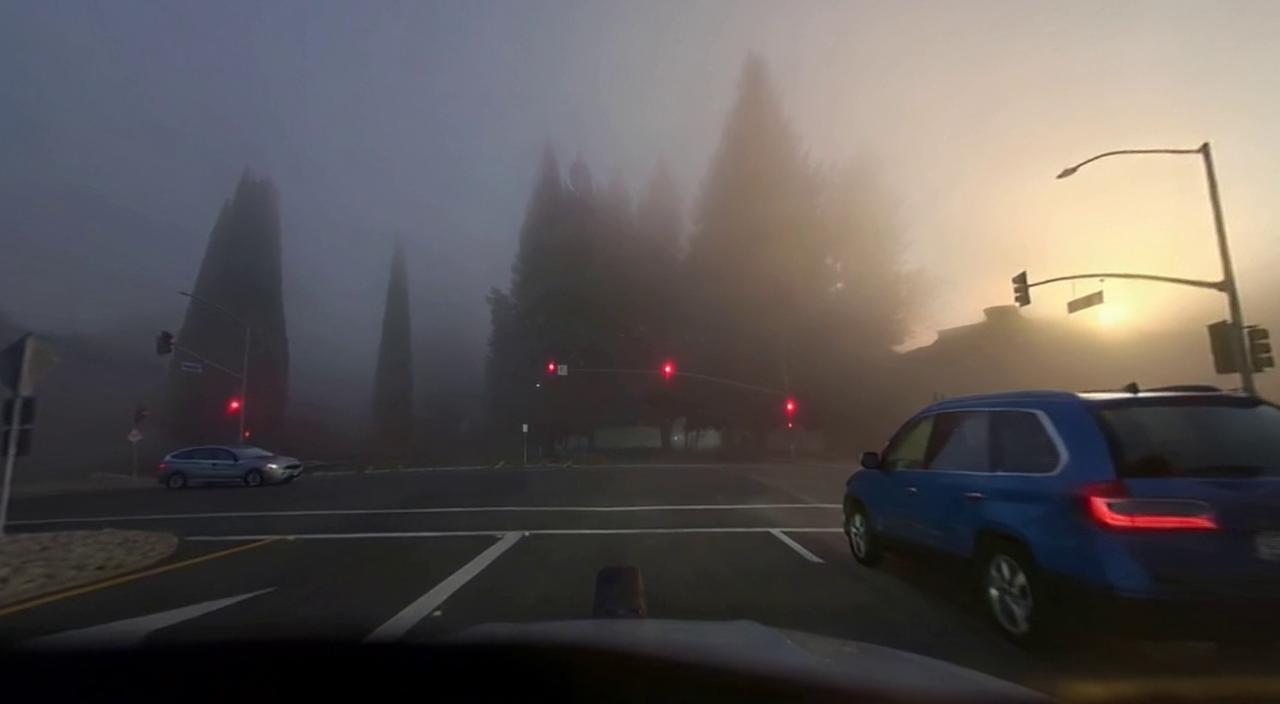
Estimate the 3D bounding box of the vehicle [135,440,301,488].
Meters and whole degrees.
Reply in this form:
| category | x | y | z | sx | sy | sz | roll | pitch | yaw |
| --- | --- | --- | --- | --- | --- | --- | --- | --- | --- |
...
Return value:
| category | x | y | z | sx | sy | sz | roll | pitch | yaw |
| --- | --- | --- | --- | --- | --- | --- | --- | --- | --- |
| vehicle | -15.661 | 4.175 | 23.795 | 4.737 | 1.659 | 2.042 | 3 | -9 | -18 |

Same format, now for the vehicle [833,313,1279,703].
| category | x | y | z | sx | sy | sz | roll | pitch | yaw |
| --- | --- | --- | --- | --- | --- | --- | --- | --- | --- |
| vehicle | 3.457 | 1.094 | 4.960 | 2.229 | 1.795 | 4.927 | 0 | -9 | -1 |
